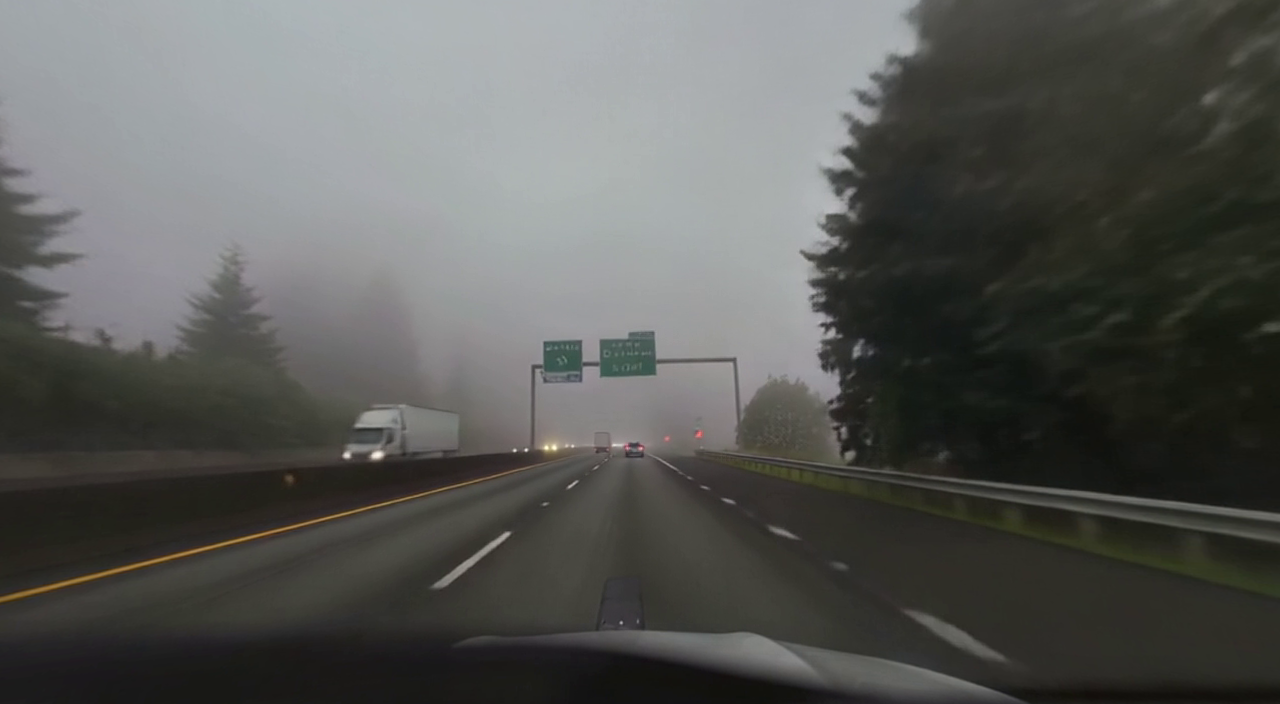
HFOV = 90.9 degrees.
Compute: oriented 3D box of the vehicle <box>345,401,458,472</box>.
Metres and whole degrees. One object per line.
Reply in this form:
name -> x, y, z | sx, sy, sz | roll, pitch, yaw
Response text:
vehicle -> -14.786, 5.485, 40.458 | 2.855, 3.907, 11.604 | 0, -8, -1
